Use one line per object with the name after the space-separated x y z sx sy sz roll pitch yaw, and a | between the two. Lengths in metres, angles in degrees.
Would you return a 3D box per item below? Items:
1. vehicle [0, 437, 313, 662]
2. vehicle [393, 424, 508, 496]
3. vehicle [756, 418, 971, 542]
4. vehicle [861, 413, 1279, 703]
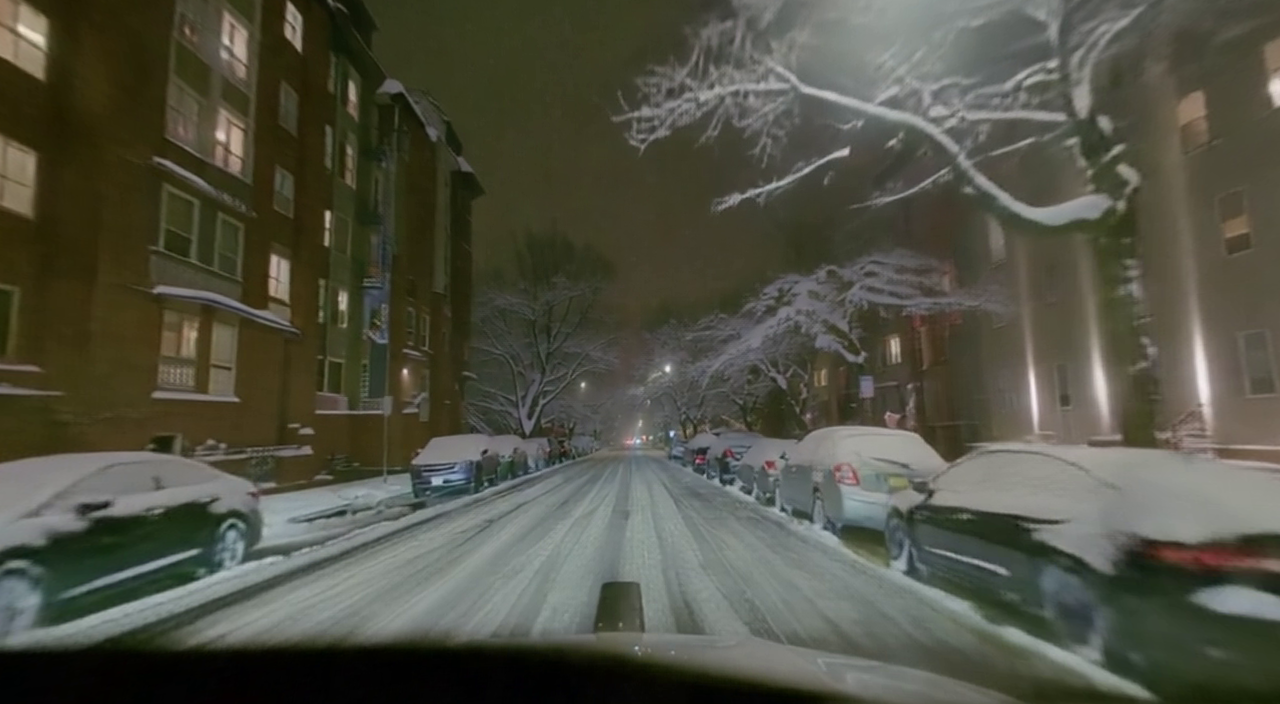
-5.220 1.521 5.726 2.080 1.458 4.511 0 -8 0 | vehicle
-5.476 3.176 18.985 2.069 1.881 4.697 0 -8 -1 | vehicle
3.426 2.050 10.813 1.964 1.646 4.543 0 -8 -1 | vehicle
3.631 1.369 5.264 1.886 1.493 4.646 0 -8 0 | vehicle
